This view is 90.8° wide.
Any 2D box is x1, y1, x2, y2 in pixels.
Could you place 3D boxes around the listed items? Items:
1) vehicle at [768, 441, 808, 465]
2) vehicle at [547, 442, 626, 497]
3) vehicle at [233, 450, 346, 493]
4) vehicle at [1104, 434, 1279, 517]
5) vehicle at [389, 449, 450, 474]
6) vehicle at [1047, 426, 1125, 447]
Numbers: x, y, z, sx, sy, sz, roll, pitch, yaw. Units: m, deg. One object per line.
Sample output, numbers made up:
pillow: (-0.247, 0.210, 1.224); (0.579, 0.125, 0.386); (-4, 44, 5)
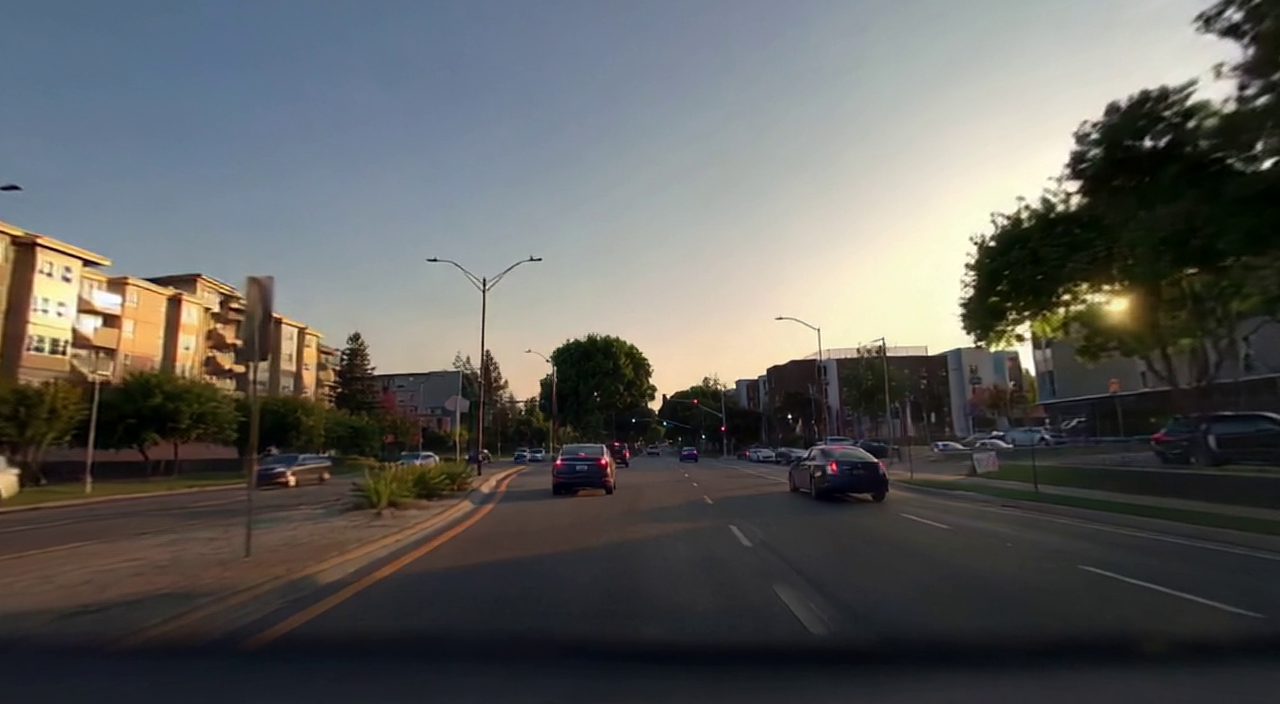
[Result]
vehicle: (11.314, 7.759, 48.638); (1.975, 1.677, 4.400); (0, -8, 0)
vehicle: (-1.615, 3.530, 19.474); (2.144, 1.447, 4.421); (0, -8, -4)
vehicle: (-13.523, 4.599, 24.749); (1.882, 1.475, 4.522); (0, -8, 0)
vehicle: (12.295, 2.432, 12.902); (2.062, 1.442, 4.533); (0, -8, -2)
vehicle: (-13.912, 6.908, 40.201); (2.149, 1.468, 4.707); (-1, -8, 1)
vehicle: (34.881, 6.622, 49.452); (4.531, 1.596, 1.929); (-1, -8, 2)
